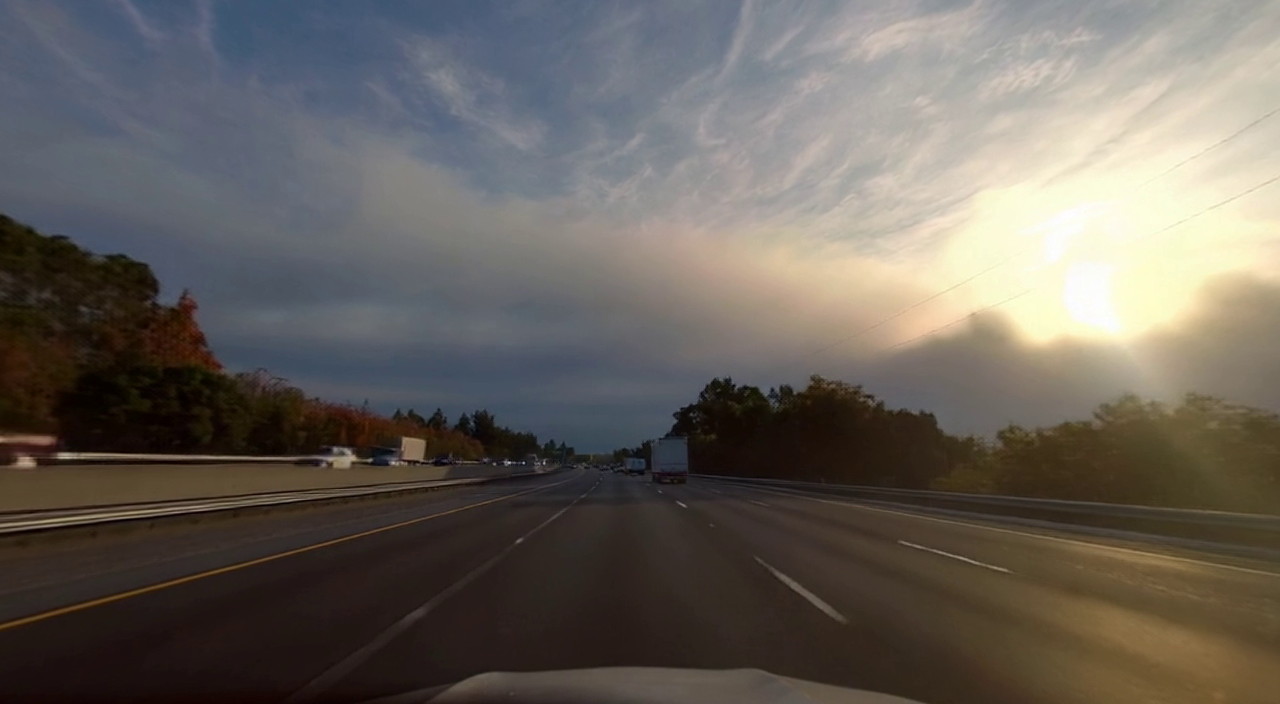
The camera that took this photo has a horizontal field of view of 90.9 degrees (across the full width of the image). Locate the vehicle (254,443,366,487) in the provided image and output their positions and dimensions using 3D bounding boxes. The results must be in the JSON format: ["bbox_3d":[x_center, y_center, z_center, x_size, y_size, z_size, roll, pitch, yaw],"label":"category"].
[{"bbox_3d":[-12.265,4.276,23.796,1.858,1.451,4.401,1,-11,-1],"label":"vehicle"}]

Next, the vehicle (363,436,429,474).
[{"bbox_3d":[-16.675,7.175,43.419,2.228,2.396,5.865,1,-11,-1],"label":"vehicle"}]
